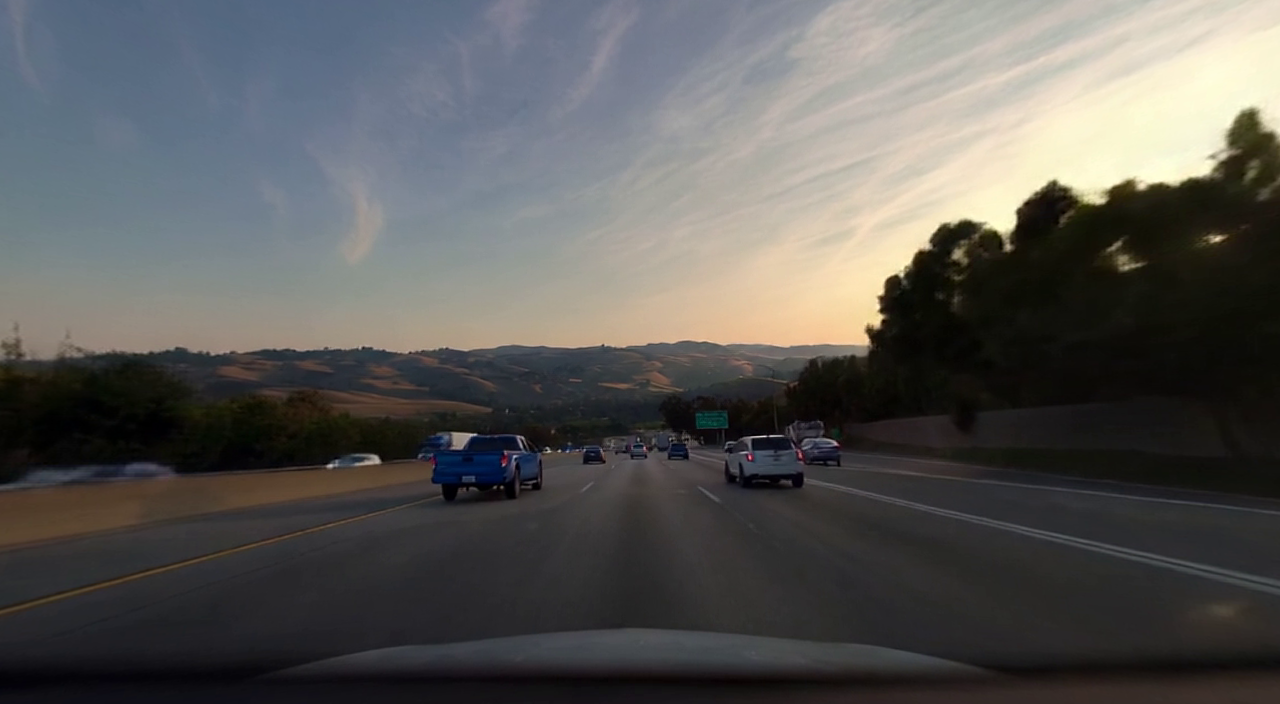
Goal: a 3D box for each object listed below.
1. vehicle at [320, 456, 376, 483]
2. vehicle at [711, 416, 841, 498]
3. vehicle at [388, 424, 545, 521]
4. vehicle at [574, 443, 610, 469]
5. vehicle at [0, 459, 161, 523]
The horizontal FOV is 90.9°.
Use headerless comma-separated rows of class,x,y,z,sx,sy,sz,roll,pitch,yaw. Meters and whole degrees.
vehicle,-20.834,8.408,45.209,1.872,1.693,4.572,-1,-8,0
vehicle,3.645,2.974,18.277,2.424,1.952,5.611,-1,-8,-1
vehicle,-3.817,2.757,15.076,2.227,1.853,5.161,-1,-8,1
vehicle,-3.446,7.536,45.988,2.235,1.785,4.386,-1,-8,1
vehicle,-17.191,4.066,18.969,1.902,1.532,4.646,-1,-8,0
